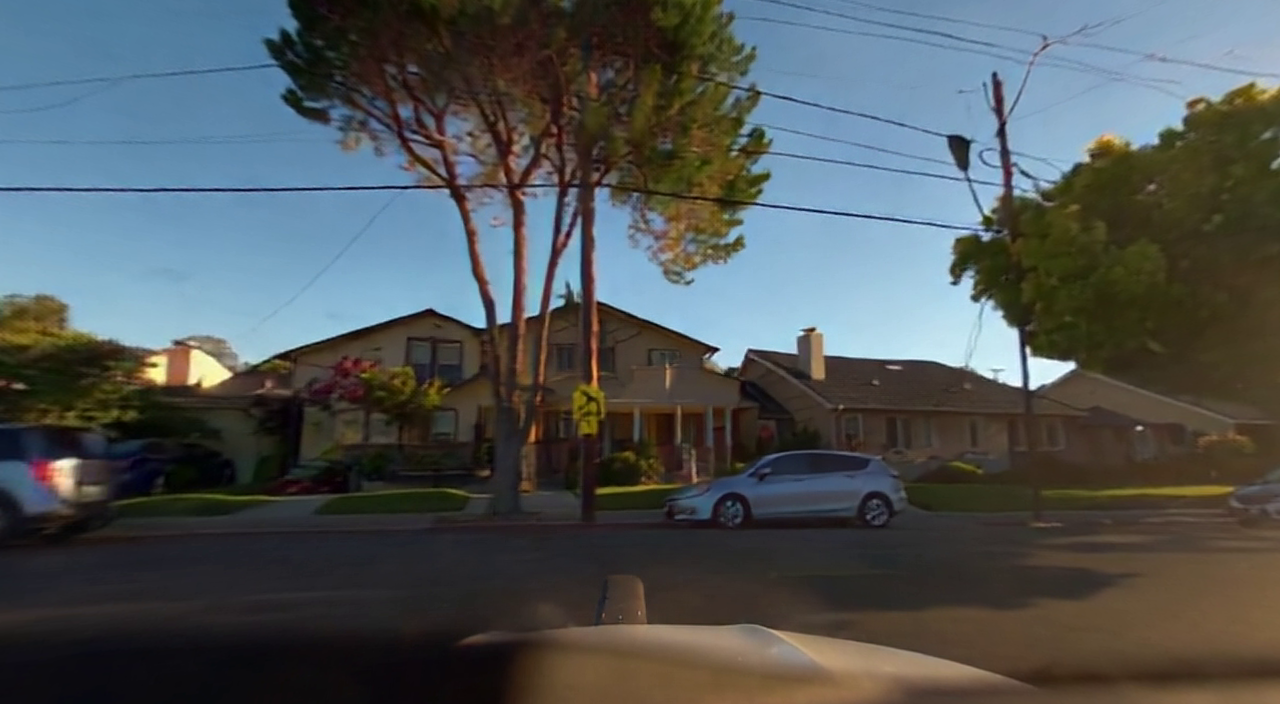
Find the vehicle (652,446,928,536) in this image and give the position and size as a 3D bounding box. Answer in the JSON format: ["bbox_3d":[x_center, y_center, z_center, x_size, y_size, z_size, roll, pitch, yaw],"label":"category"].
[{"bbox_3d":[2.606,2.446,11.387,4.469,1.391,1.746,2,-11,-13],"label":"vehicle"}]

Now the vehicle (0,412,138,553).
[{"bbox_3d":[-10.123,1.714,8.373,4.943,1.731,1.877,2,-10,-14],"label":"vehicle"}]

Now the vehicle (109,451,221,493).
[{"bbox_3d":[-17.970,4.530,24.160,1.847,1.418,3.946,2,-10,-12],"label":"vehicle"}]
